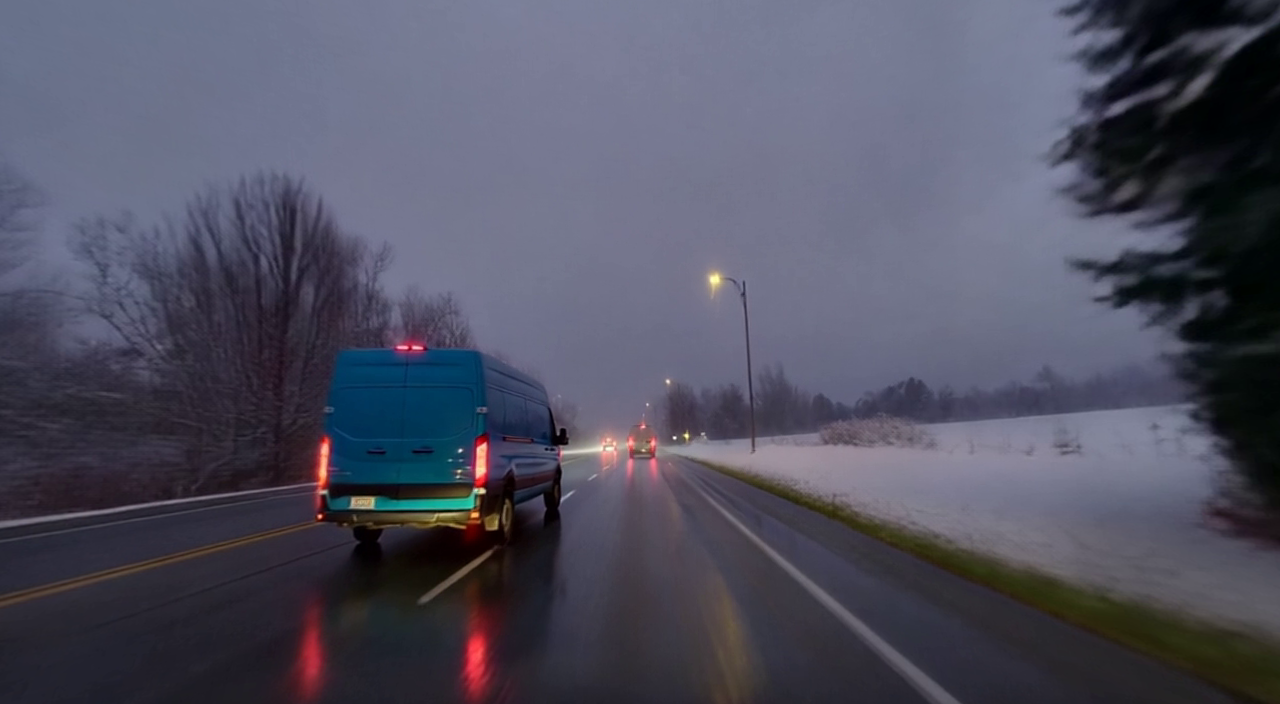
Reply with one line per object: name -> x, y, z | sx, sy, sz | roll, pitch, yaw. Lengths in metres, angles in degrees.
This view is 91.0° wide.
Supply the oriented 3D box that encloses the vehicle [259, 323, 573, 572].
vehicle -> -2.681, 1.417, 9.721 | 2.497, 2.628, 6.016 | 0, -8, 1
